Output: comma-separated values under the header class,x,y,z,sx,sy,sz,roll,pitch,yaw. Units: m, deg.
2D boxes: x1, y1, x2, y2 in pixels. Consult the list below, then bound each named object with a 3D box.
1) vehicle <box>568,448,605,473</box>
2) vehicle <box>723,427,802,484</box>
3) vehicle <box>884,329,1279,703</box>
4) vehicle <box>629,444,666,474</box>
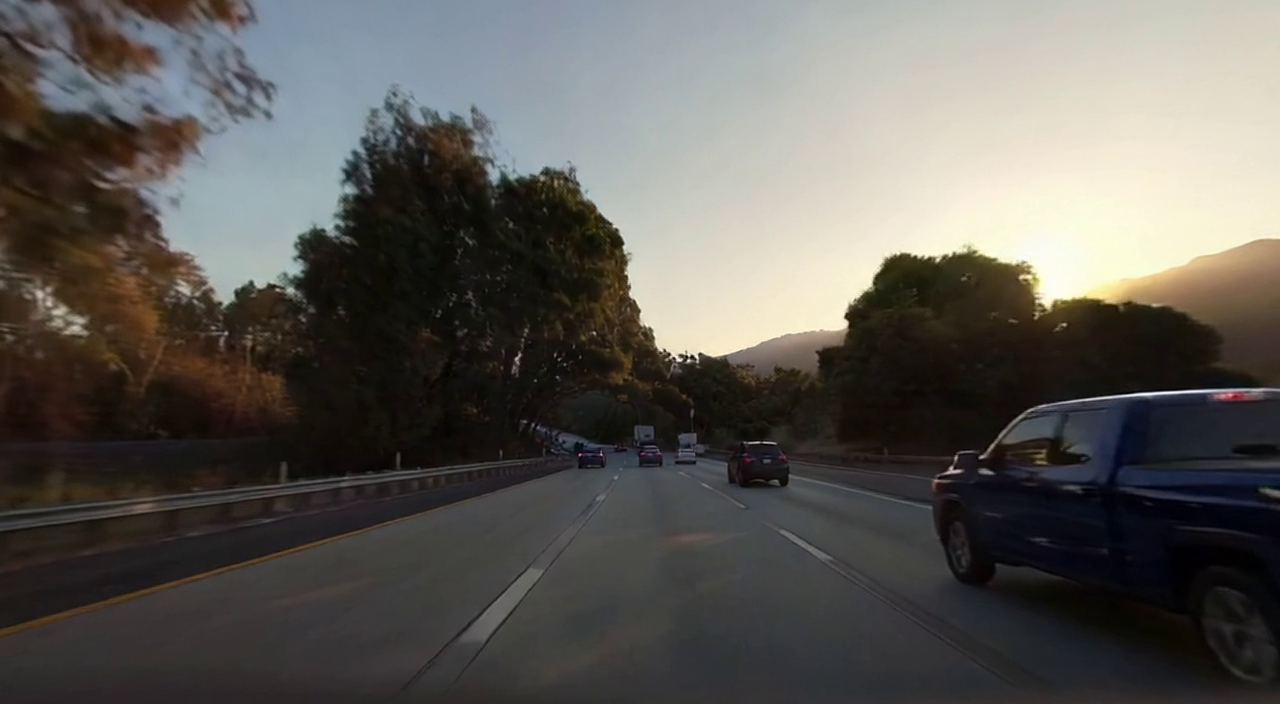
class,x,y,z,sx,sy,sz,roll,pitch,yaw
vehicle,-3.434,7.041,41.244,2.109,1.530,4.646,0,-8,-1
vehicle,4.552,3.934,24.198,2.057,1.958,4.495,0,-8,-1
vehicle,3.966,1.084,4.561,2.229,1.837,5.387,0,-8,0
vehicle,0.386,6.099,36.282,1.959,1.604,4.065,0,-8,-2
